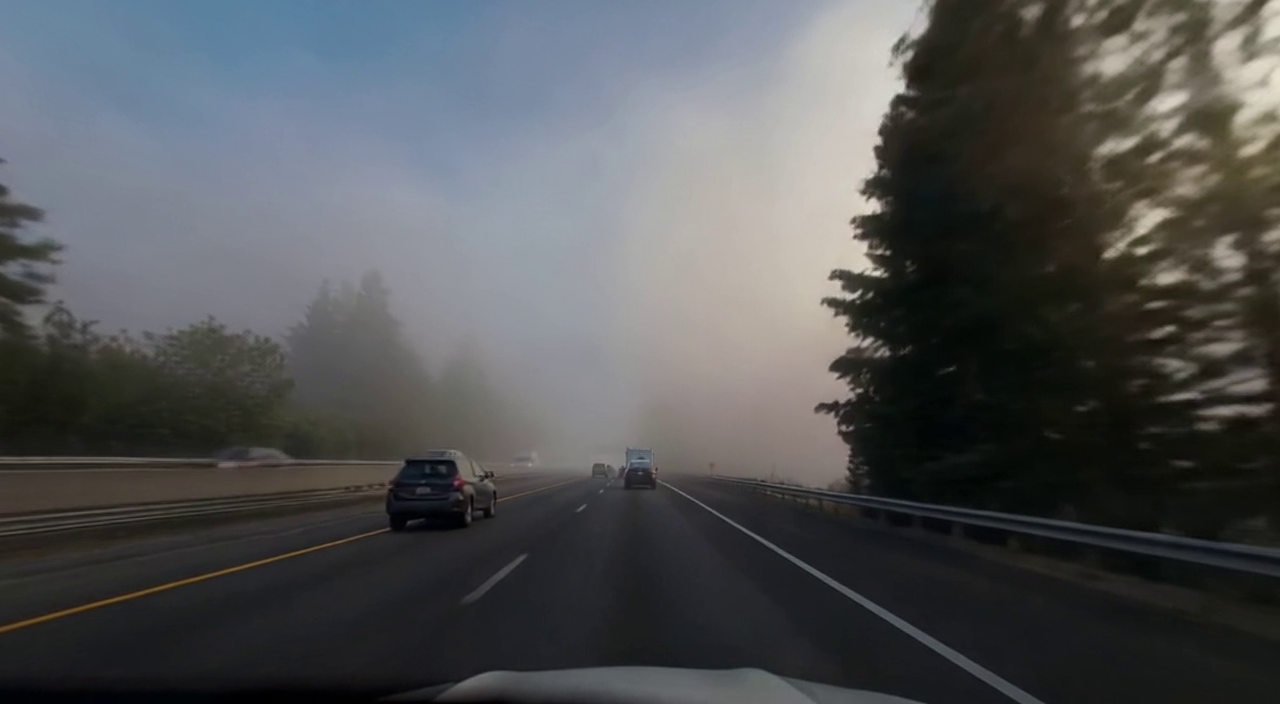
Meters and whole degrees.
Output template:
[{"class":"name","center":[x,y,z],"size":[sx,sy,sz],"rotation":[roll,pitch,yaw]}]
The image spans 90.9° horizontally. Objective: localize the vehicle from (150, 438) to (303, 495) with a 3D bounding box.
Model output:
[{"class":"vehicle","center":[-12.689,3.594,19.714],"size":[1.995,1.543,4.047],"rotation":[1,-11,0]}]

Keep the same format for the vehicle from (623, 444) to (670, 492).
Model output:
[{"class":"vehicle","center":[0.296,6.791,36.858],"size":[2.482,2.549,5.447],"rotation":[1,-11,-1]}]

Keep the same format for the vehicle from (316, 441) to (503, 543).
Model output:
[{"class":"vehicle","center":[-4.170,2.644,12.233],"size":[2.100,1.605,3.883],"rotation":[1,-11,0]}]
